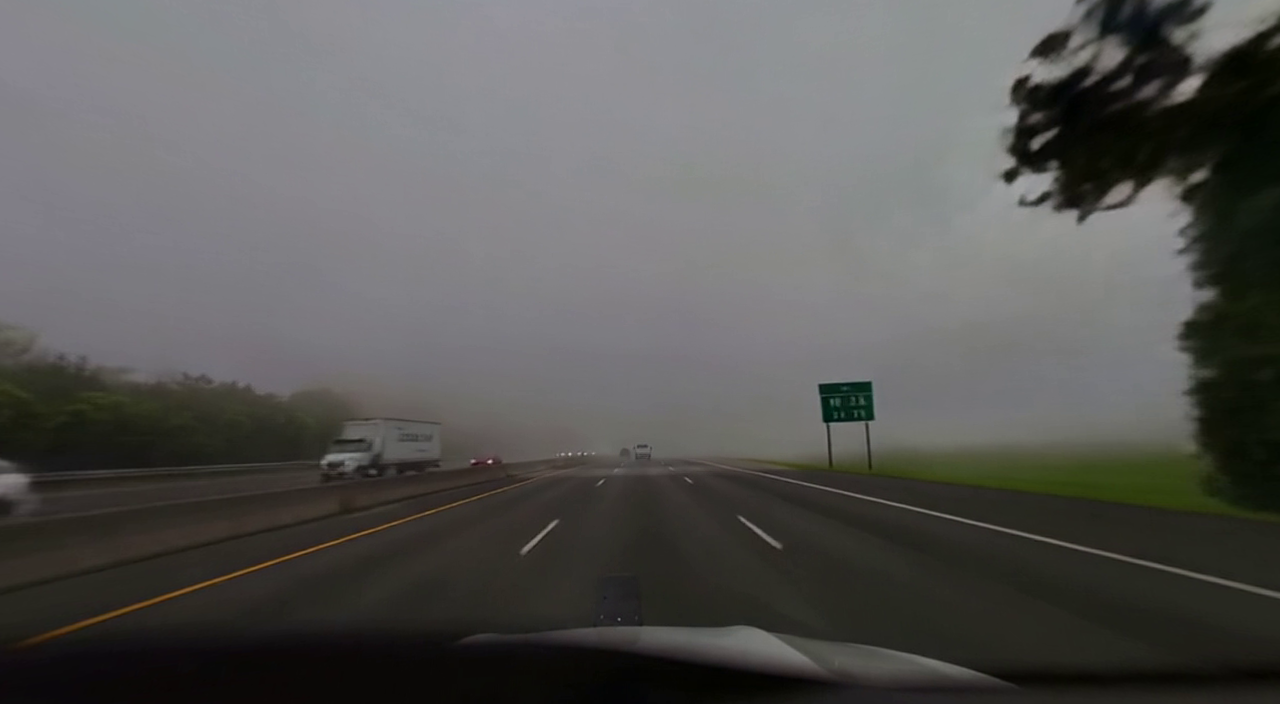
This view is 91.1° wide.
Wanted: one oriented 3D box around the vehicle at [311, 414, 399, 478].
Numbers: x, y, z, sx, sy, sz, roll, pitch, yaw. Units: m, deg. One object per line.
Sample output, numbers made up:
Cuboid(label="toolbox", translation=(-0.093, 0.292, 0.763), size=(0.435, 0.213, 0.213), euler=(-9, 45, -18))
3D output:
Cuboid(label="vehicle", translation=(-19.044, 6.350, 42.484), size=(3.022, 3.977, 5.909), euler=(-1, -9, 0))
